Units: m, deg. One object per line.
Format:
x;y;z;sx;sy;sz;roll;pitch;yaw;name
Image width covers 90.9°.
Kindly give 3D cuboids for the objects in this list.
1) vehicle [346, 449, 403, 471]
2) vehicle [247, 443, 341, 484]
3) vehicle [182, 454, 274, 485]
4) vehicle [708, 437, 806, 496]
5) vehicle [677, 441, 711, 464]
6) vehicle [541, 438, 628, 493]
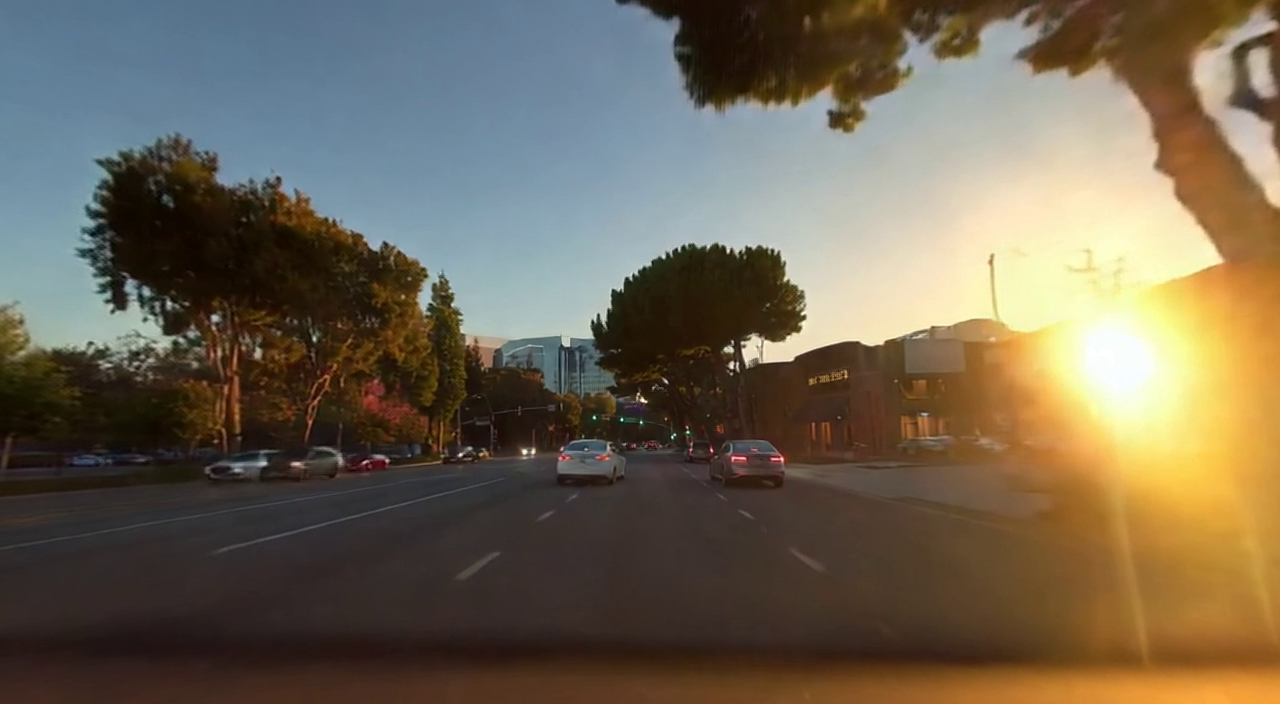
-19.074;7.749;45.557;1.984;1.481;4.752;0;-8;1;vehicle
-15.417;4.965;28.379;1.863;1.658;4.078;0;-8;1;vehicle
-22.035;6.289;33.960;1.848;1.450;4.678;0;-8;0;vehicle
3.203;3.227;18.228;1.948;1.474;4.360;0;-8;-1;vehicle
3.694;6.920;43.629;1.913;1.463;4.198;0;-8;-1;vehicle
-1.529;3.339;18.913;1.971;1.433;3.923;-1;-8;5;vehicle
